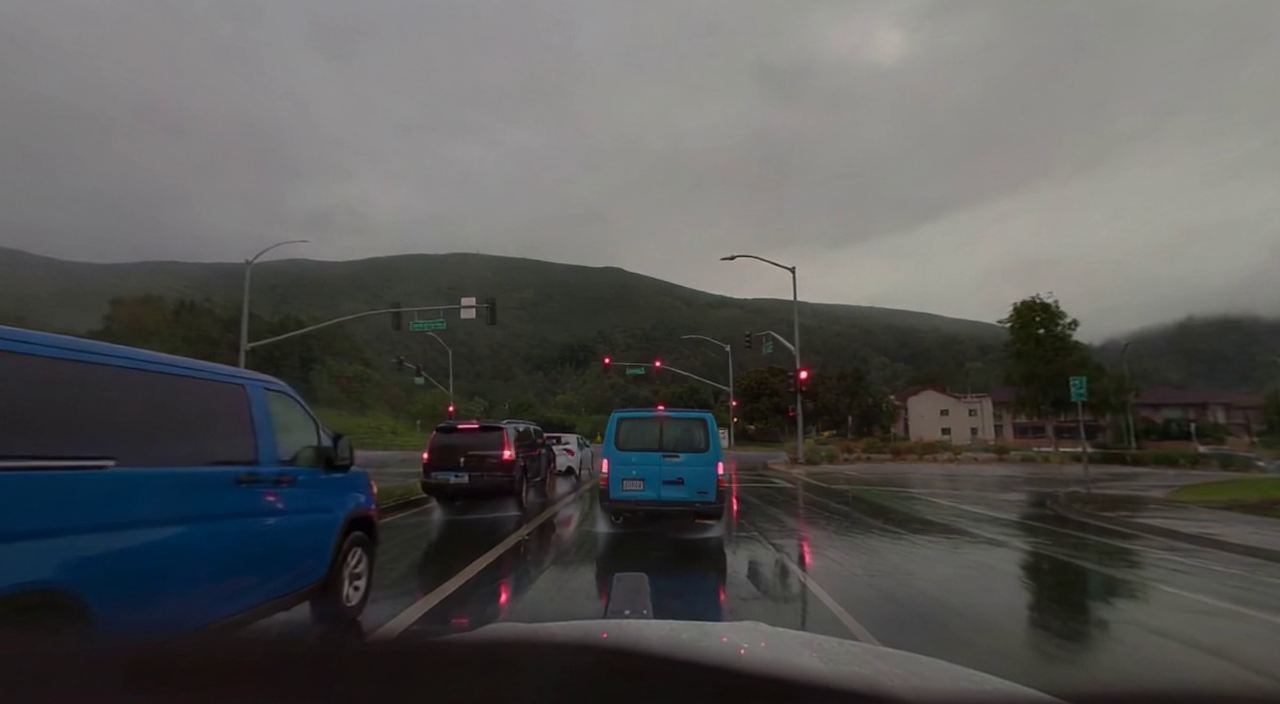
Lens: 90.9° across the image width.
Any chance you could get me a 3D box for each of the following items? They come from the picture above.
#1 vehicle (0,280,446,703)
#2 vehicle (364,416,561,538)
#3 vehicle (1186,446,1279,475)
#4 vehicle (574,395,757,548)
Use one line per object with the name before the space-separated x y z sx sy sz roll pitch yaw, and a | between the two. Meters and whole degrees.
vehicle | -2.798 0.893 3.047 2.131 1.783 4.540 0 -8 2
vehicle | -2.682 2.021 10.779 1.972 1.642 4.372 0 -8 2
vehicle | 31.881 5.659 33.049 4.696 1.461 1.810 0 -8 1
vehicle | 0.295 1.758 9.813 2.185 1.822 4.391 0 -8 0
